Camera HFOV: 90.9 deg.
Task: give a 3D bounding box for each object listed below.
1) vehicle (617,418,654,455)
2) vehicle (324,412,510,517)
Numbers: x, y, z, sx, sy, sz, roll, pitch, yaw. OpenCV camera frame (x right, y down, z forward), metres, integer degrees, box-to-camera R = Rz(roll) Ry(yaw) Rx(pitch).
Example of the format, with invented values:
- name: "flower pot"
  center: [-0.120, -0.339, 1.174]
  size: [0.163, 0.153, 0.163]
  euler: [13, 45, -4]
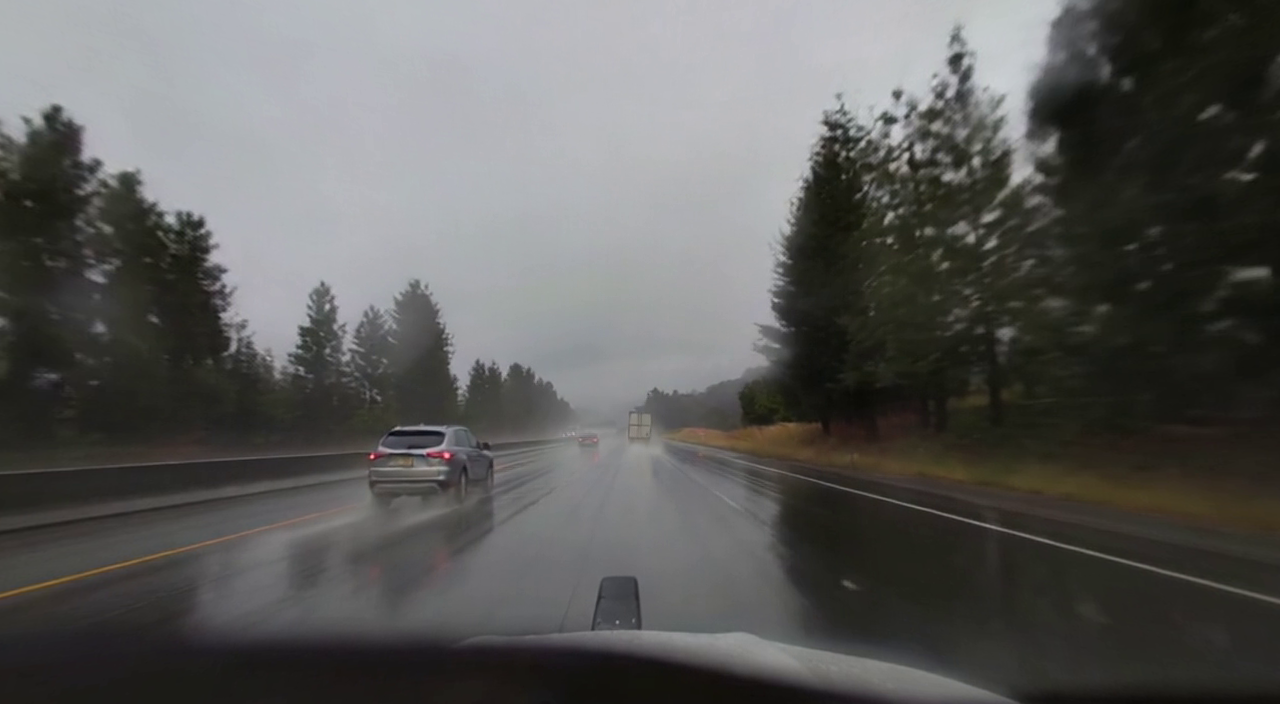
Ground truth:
- name: "vehicle"
  center: [-0.359, 6.208, 46.413]
  size: [2.526, 2.531, 5.026]
  euler: [0, -8, -1]
- name: "vehicle"
  center: [-3.986, 2.069, 12.204]
  size: [2.045, 1.655, 4.301]
  euler: [0, -8, 0]
